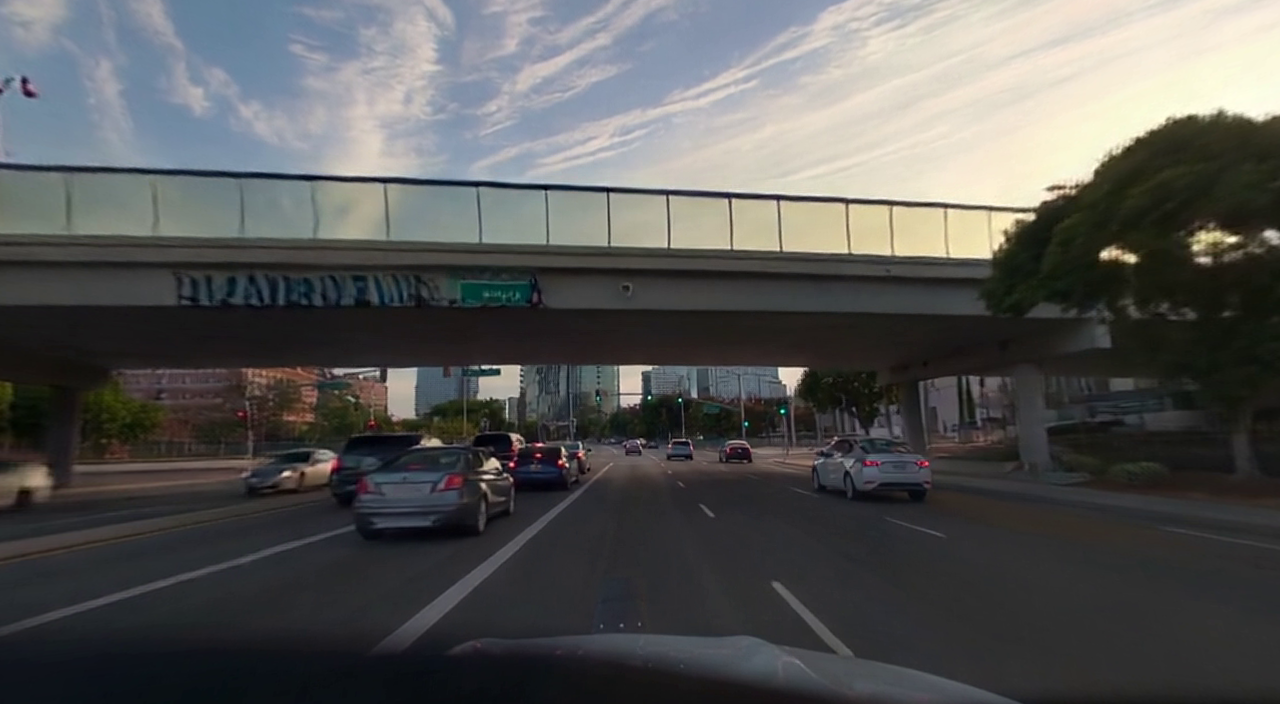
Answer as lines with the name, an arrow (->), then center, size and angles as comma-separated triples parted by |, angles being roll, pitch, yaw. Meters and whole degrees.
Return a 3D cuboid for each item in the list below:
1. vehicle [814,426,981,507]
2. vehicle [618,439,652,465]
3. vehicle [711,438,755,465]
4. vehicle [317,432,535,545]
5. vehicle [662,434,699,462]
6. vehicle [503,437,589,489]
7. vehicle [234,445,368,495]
vehicle -> 5.875, 2.669, 15.086 | 2.056, 1.624, 4.498 | 0, -8, -1
vehicle -> -0.331, 6.141, 38.657 | 2.026, 1.453, 3.780 | 0, -8, -1
vehicle -> 5.695, 6.162, 39.066 | 1.924, 1.527, 4.268 | 0, -8, -2
vehicle -> -3.177, 2.104, 10.403 | 2.041, 1.466, 4.212 | 0, -8, 1
vehicle -> 2.664, 6.429, 41.960 | 2.034, 1.762, 4.420 | 0, -8, -2
vehicle -> -2.870, 3.511, 20.215 | 1.980, 1.491, 4.351 | 0, -8, 1
vehicle -> -11.231, 3.905, 21.191 | 1.891, 1.406, 4.222 | 2, -9, 4
